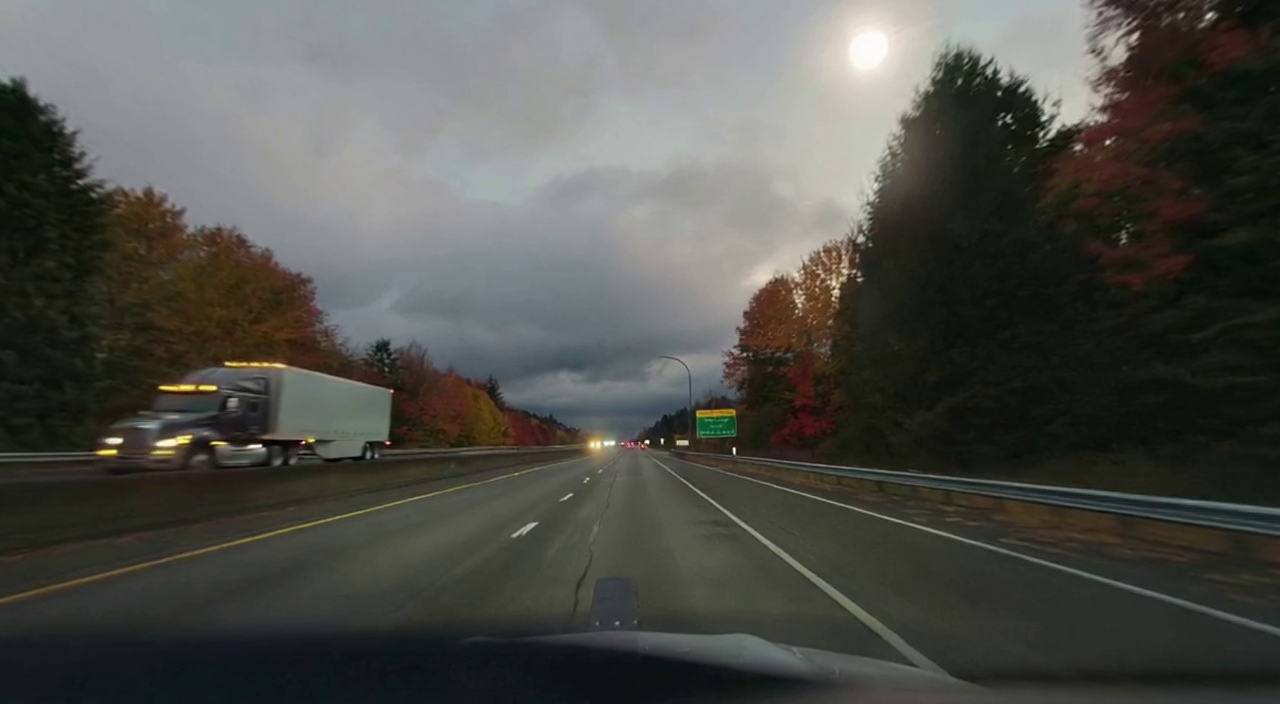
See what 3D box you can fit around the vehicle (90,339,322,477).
[{"bbox_3d":[-15.008,2.246,22.759,2.939,4.133,7.597,-1,-9,-1],"label":"vehicle"}]
